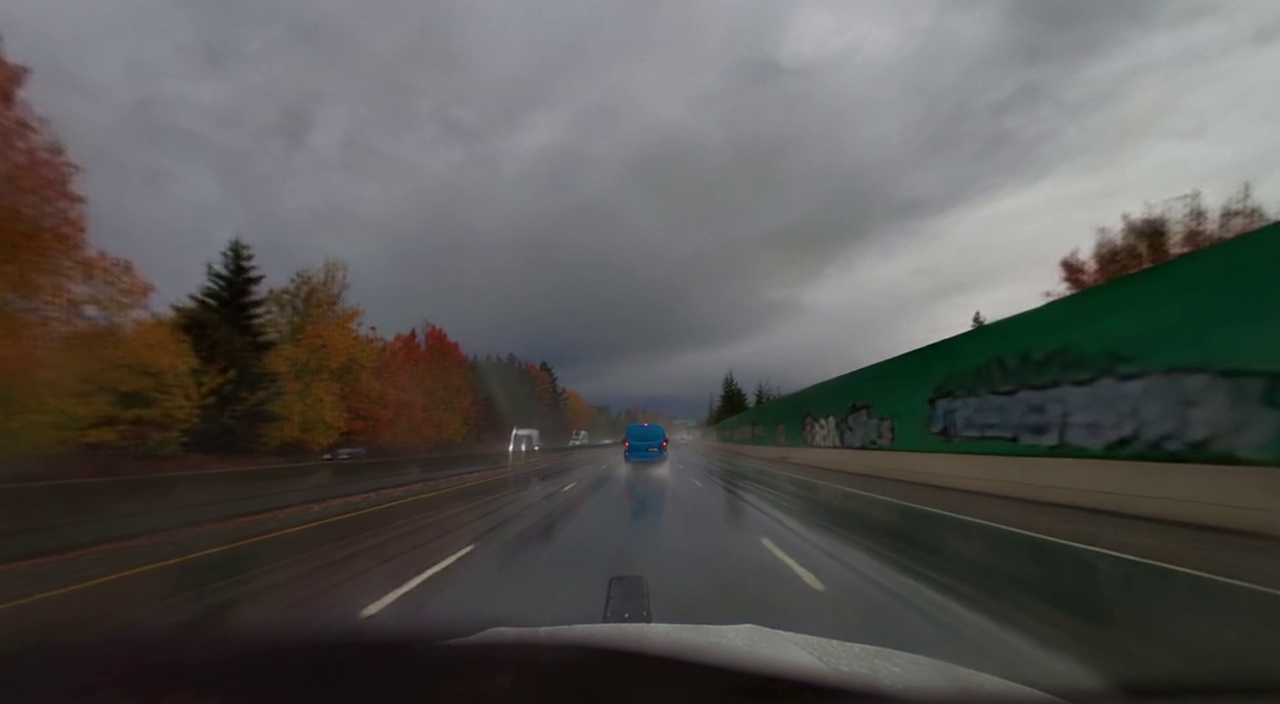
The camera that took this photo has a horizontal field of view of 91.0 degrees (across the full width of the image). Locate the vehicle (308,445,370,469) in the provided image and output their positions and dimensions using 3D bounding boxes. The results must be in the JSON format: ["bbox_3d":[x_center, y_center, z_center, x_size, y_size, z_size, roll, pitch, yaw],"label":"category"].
[{"bbox_3d":[-20.833,7.252,43.736,1.866,1.534,4.784,0,-8,1],"label":"vehicle"}]

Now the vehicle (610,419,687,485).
[{"bbox_3d":[0.242,3.318,21.066,2.283,1.956,4.421,0,-8,0],"label":"vehicle"}]
